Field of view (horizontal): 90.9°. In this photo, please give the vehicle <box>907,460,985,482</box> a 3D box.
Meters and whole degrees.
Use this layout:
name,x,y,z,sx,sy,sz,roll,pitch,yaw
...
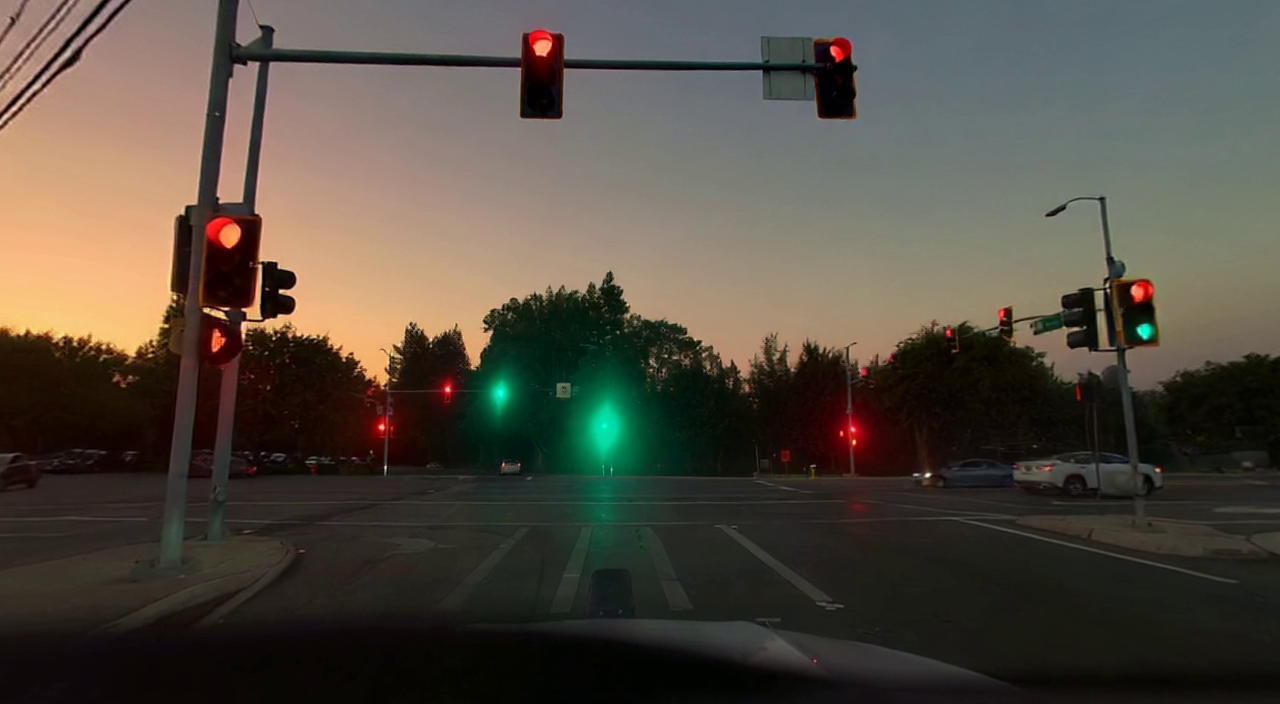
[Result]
name,x,y,z,sx,sy,sz,roll,pitch,yaw
vehicle,21.539,8.420,44.466,4.555,1.474,1.914,-8,-14,37

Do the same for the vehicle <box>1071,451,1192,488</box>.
name,x,y,z,sx,sy,sz,roll,pitch,yaw
vehicle,22.695,5.460,29.181,3.998,1.590,1.936,1,-11,-6

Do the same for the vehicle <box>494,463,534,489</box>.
name,x,y,z,sx,sy,sz,roll,pitch,yaw
vehicle,-9.036,8.890,45.488,2.045,1.608,3.709,0,-8,1

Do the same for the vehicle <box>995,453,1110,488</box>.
name,x,y,z,sx,sy,sz,roll,pitch,yaw
vehicle,21.185,6.104,32.486,4.455,1.647,2.124,1,-11,-6
